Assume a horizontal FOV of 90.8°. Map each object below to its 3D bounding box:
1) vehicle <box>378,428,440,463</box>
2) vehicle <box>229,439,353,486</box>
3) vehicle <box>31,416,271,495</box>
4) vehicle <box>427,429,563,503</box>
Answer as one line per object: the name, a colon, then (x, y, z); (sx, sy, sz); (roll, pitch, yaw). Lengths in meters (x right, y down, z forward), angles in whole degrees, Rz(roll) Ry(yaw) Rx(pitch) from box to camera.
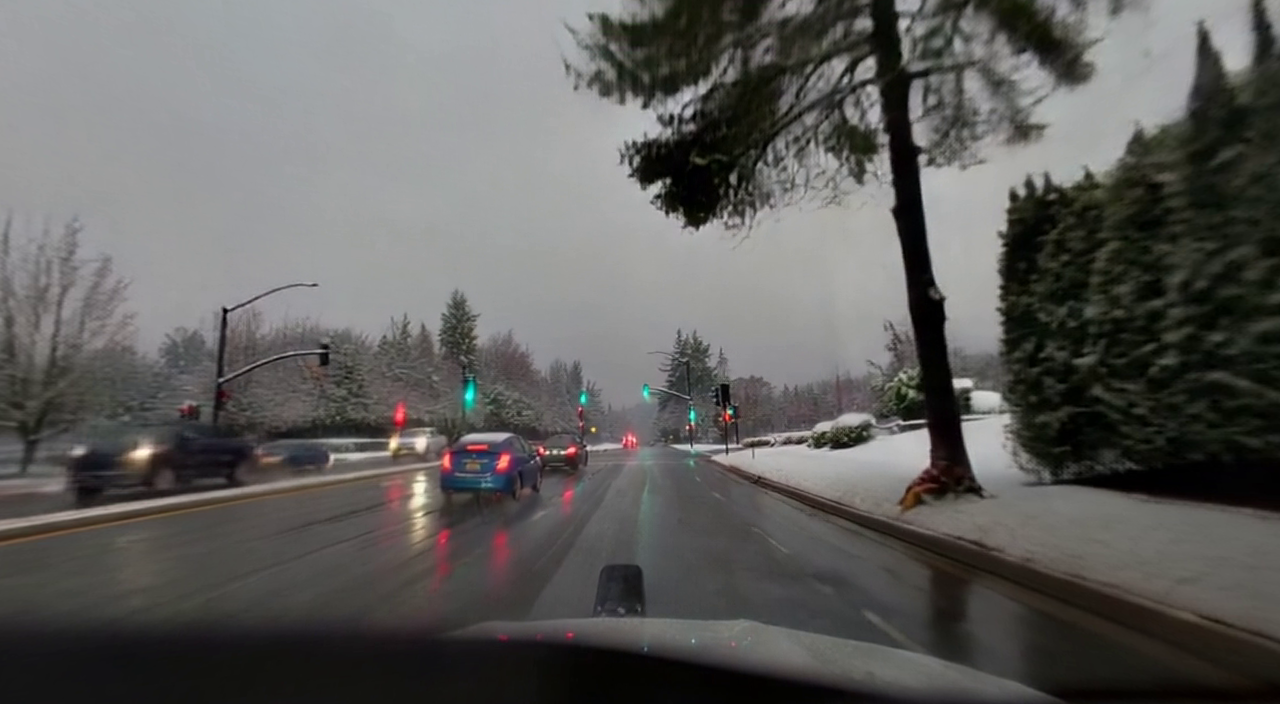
vehicle: (-16.737, 6.830, 46.112); (2.496, 2.351, 5.293); (0, -9, 0)
vehicle: (-12.499, 3.973, 23.028); (1.966, 1.496, 4.470); (0, -9, 0)
vehicle: (-16.380, 3.551, 22.026); (2.734, 2.261, 6.993); (0, -9, 0)
vehicle: (-3.259, 2.689, 15.310); (2.038, 1.486, 4.678); (0, -9, 2)
